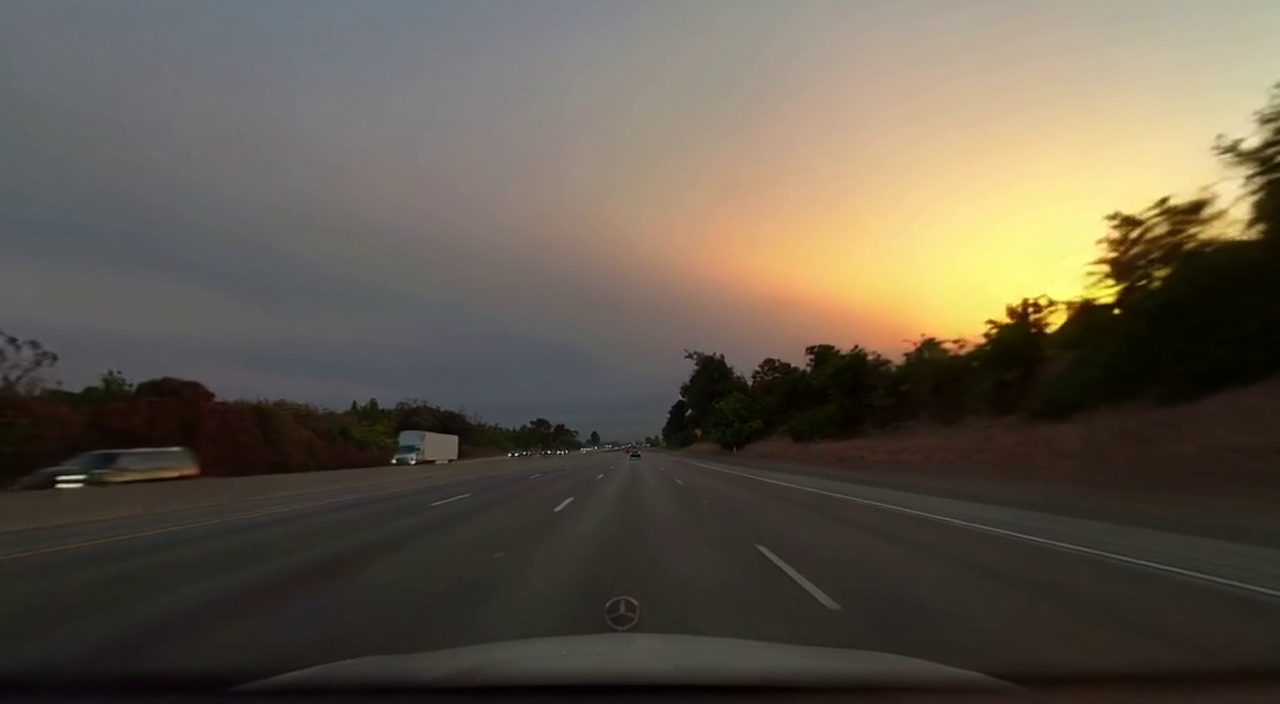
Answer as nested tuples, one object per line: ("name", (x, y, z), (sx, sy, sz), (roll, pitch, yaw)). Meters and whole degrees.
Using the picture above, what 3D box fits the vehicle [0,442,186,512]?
("vehicle", (-15.544, 3.449, 17.742), (2.106, 1.697, 4.344), (0, -9, -1))
